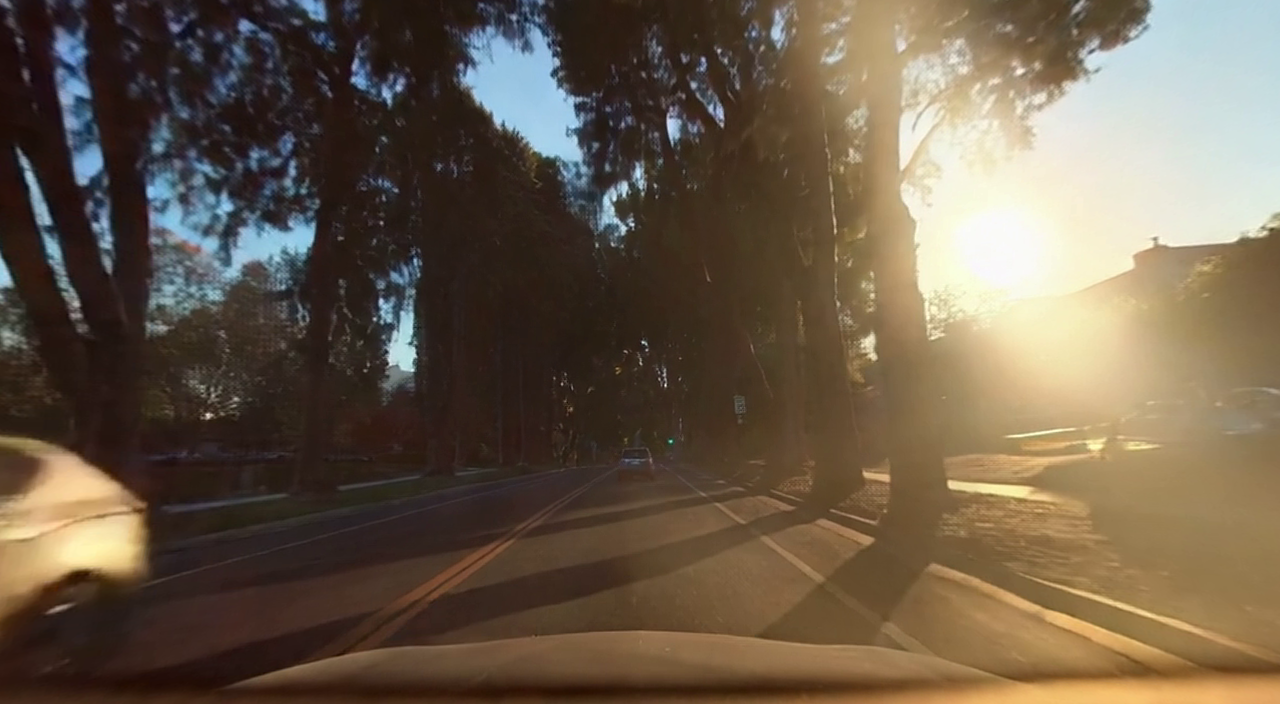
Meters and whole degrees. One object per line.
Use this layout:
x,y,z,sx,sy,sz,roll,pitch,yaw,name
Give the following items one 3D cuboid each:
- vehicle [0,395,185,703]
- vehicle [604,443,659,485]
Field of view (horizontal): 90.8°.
-4.266,0.991,2.472,2.078,1.720,3.822,-1,-8,0,vehicle
-0.285,4.676,26.702,2.152,1.574,4.223,-1,-8,1,vehicle
